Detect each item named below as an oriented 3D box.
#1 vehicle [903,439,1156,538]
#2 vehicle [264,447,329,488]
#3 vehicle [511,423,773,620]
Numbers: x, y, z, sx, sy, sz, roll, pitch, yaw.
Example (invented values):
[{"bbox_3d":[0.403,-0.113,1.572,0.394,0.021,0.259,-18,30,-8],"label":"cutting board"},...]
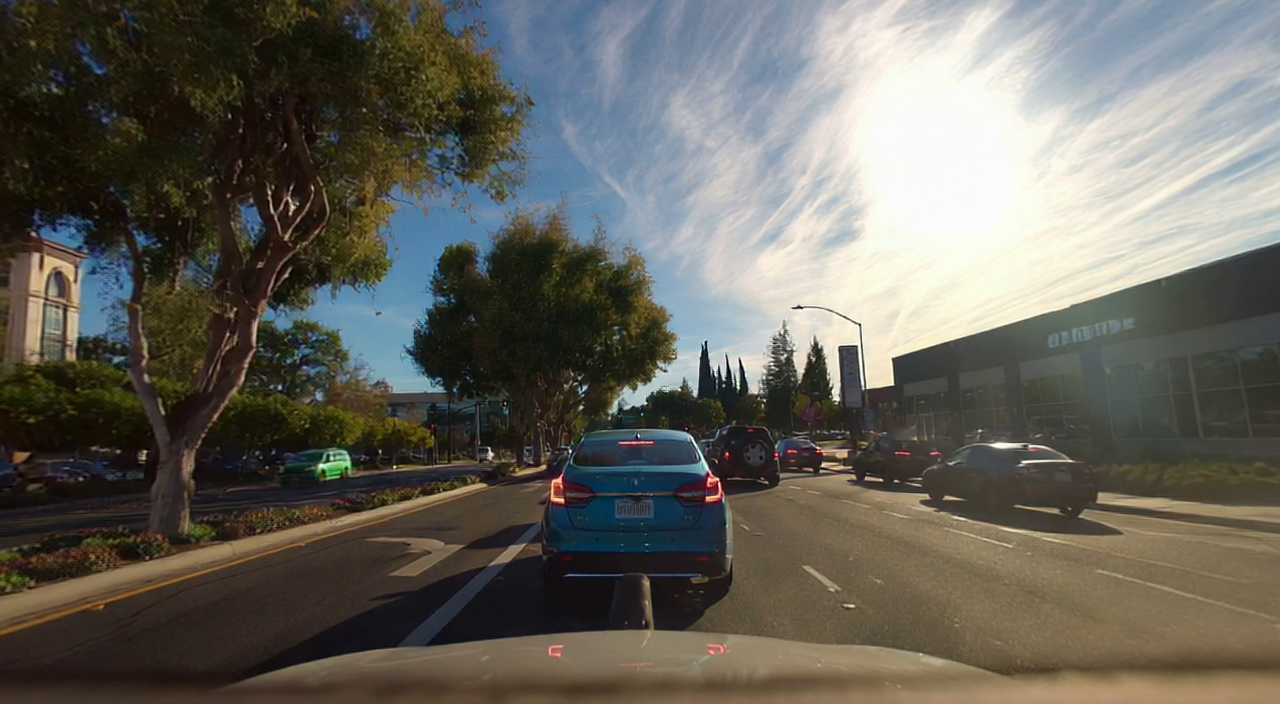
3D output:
[{"bbox_3d":[6.841,2.399,11.797,1.911,1.468,4.417,0,-8,0],"label":"vehicle"},{"bbox_3d":[-16.099,5.394,29.791,2.163,1.743,4.428,3,-9,-22],"label":"vehicle"},{"bbox_3d":[-0.014,1.603,7.017,1.977,1.465,4.376,0,-8,-1],"label":"vehicle"}]
